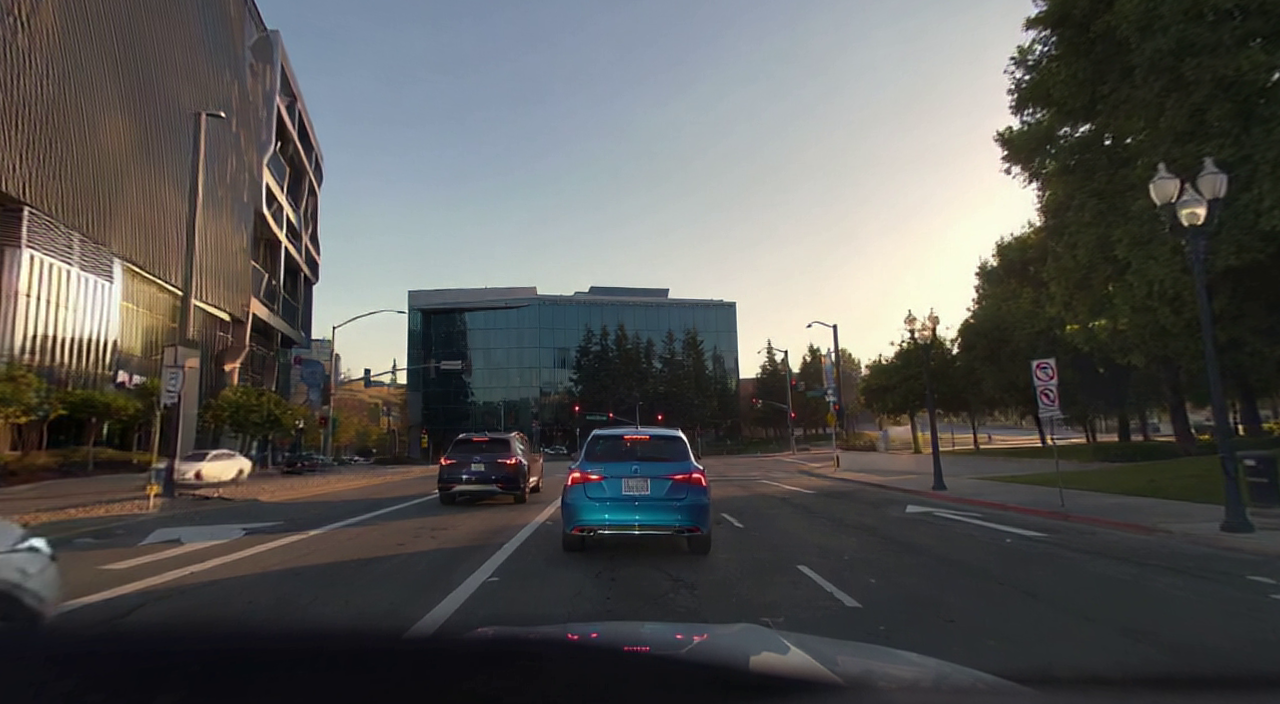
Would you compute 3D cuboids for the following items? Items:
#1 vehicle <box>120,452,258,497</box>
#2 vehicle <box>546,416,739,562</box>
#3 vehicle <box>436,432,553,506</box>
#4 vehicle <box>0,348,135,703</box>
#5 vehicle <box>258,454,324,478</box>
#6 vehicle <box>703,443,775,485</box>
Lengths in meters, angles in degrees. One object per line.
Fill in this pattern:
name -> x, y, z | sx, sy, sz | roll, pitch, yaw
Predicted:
vehicle -> -16.516, 4.487, 23.485 | 1.826, 1.422, 4.490 | 0, -8, 0
vehicle -> 0.013, 1.885, 9.408 | 2.207, 1.659, 4.155 | 0, -8, 0
vehicle -> -3.620, 2.989, 16.581 | 2.068, 1.678, 4.199 | 0, -8, 0
vehicle -> -3.615, 0.602, 0.934 | 2.083, 1.691, 4.398 | 0, -8, 0
vehicle -> -23.092, 7.542, 42.045 | 1.830, 1.454, 4.451 | 0, -8, 0
vehicle -> 3.709, 4.258, 24.459 | 2.082, 1.445, 4.426 | 0, -8, 0
